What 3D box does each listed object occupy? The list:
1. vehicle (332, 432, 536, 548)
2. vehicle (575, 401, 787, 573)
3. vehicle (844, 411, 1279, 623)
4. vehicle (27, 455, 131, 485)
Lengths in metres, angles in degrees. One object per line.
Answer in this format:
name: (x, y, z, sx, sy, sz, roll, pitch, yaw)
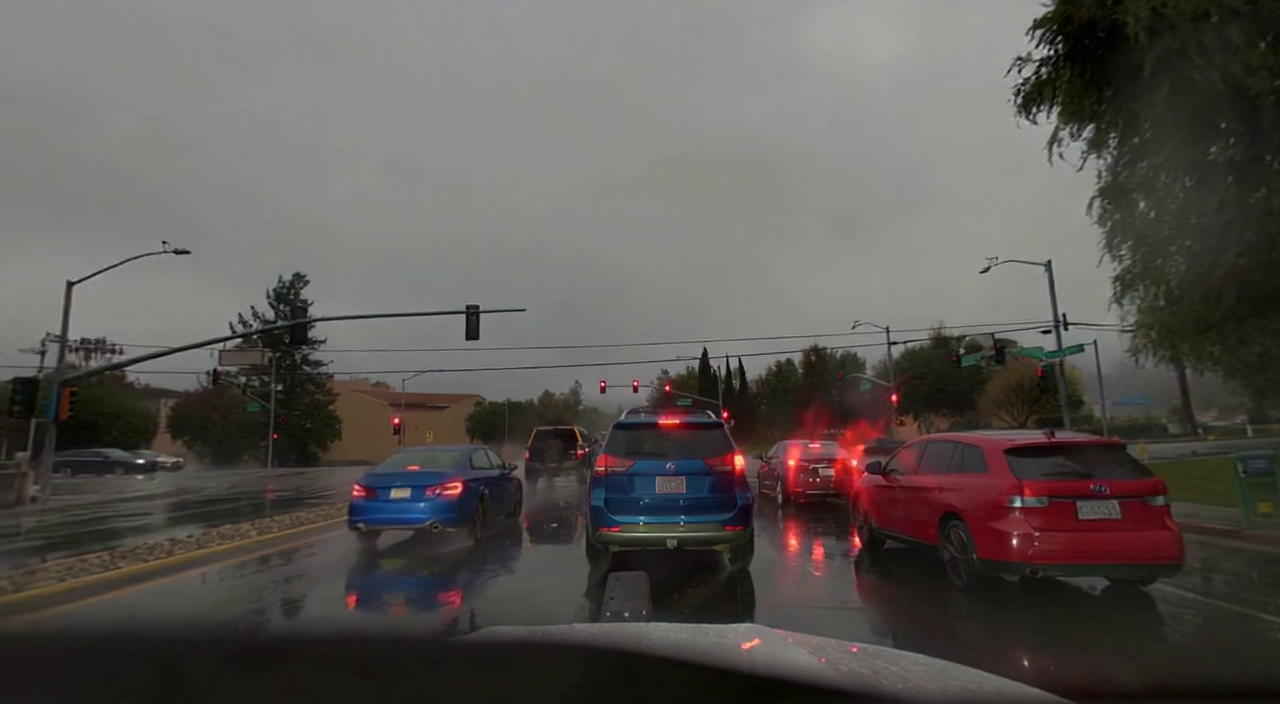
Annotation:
vehicle: (-3.036, 2.117, 10.401, 1.876, 1.497, 4.308, 0, -8, 1)
vehicle: (0.409, 1.711, 8.737, 2.172, 1.764, 4.338, 0, -8, 0)
vehicle: (3.916, 1.551, 6.861, 1.954, 1.592, 3.992, 0, -8, -2)
vehicle: (-32.910, 6.913, 37.040, 4.395, 1.636, 1.926, -1, -8, 6)
